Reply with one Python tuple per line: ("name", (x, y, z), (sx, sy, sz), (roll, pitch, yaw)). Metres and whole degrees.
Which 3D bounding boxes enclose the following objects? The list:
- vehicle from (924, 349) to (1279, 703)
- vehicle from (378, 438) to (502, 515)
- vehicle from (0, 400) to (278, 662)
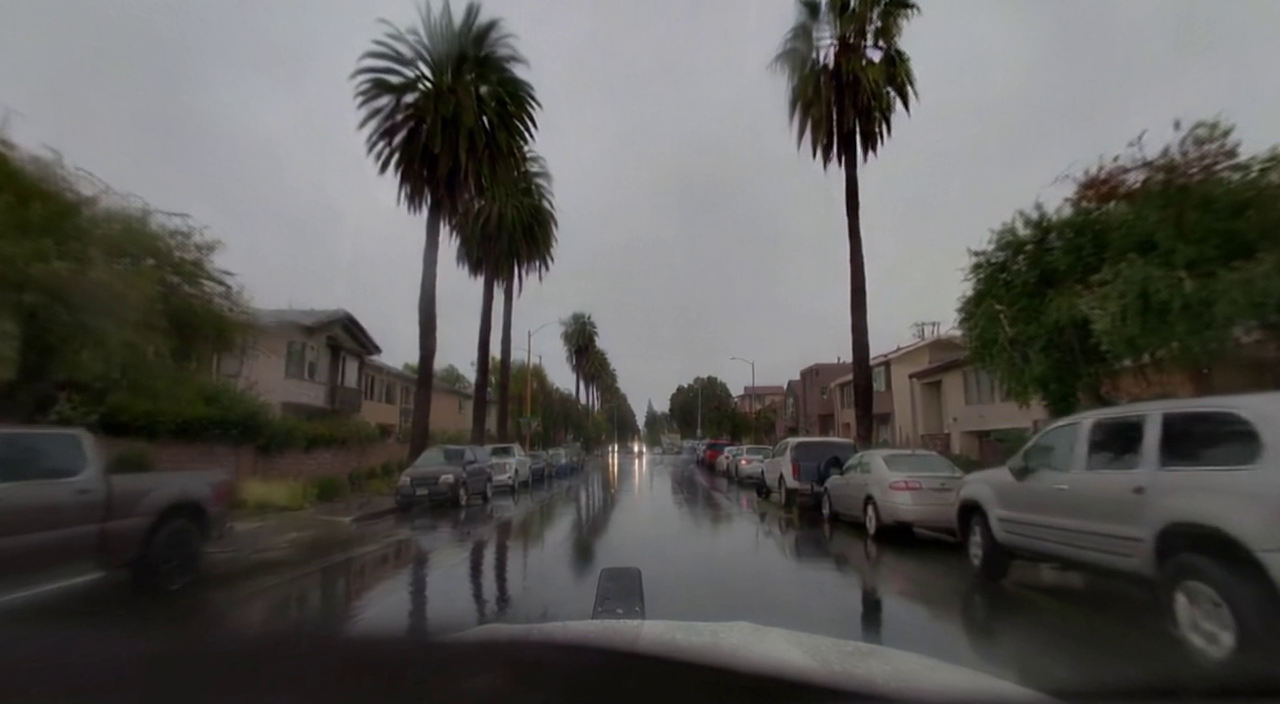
("vehicle", (4.209, 1.244, 4.866), (1.964, 1.889, 4.708), (1, -9, 2))
("vehicle", (-5.247, 3.310, 17.271), (1.947, 1.803, 4.381), (0, -9, 0))
("vehicle", (-5.496, 1.353, 5.008), (2.020, 1.819, 5.168), (-1, -9, 2))
